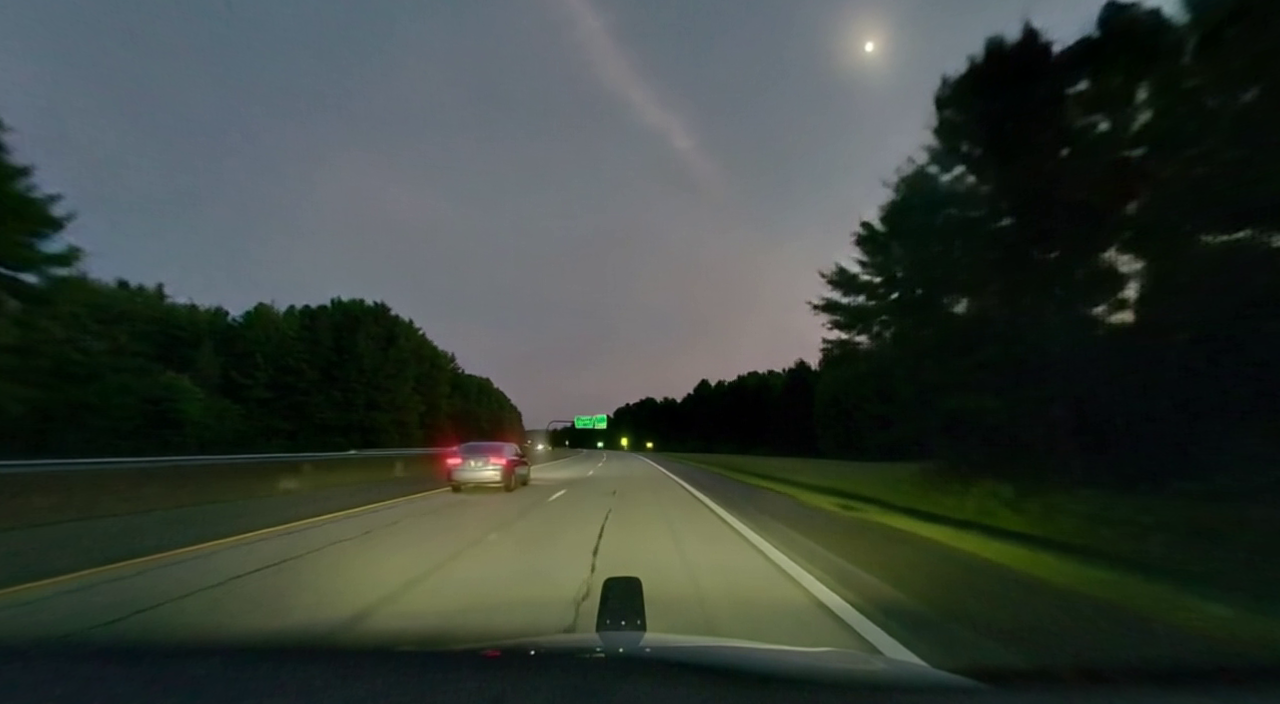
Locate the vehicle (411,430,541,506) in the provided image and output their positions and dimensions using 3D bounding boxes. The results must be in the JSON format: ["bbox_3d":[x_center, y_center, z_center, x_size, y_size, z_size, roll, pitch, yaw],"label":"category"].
[{"bbox_3d":[-3.689,2.689,14.972,1.990,1.532,3.911,0,-9,0],"label":"vehicle"}]
